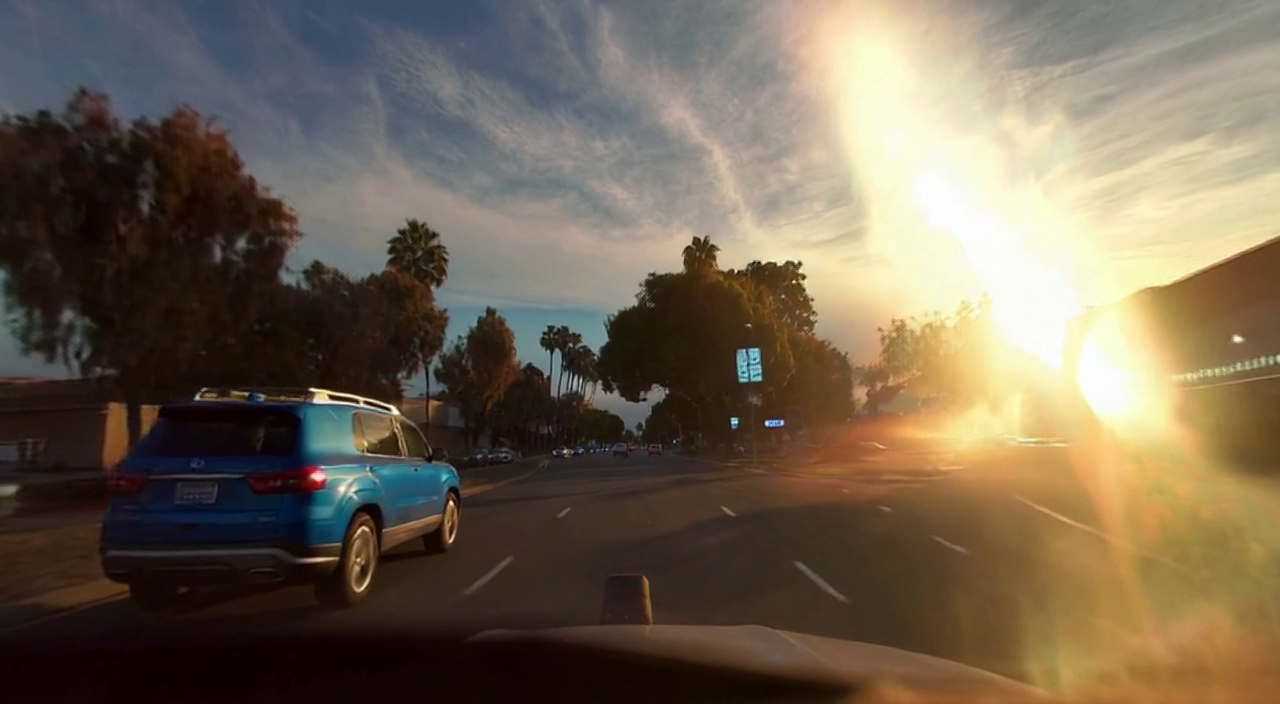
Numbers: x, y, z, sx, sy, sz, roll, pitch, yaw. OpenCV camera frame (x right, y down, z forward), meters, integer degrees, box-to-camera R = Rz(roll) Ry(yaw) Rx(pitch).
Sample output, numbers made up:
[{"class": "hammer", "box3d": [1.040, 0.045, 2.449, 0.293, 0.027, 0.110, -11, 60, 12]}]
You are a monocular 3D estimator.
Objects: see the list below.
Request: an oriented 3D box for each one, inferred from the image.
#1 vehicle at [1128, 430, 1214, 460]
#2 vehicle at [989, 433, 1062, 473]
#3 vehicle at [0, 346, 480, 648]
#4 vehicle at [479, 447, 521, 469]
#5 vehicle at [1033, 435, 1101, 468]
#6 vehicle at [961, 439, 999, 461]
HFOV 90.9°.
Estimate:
[{"class": "vehicle", "box3d": [34.658, 6.068, 41.151, 4.722, 1.906, 1.898, 3, -9, -18]}, {"class": "vehicle", "box3d": [19.302, 5.070, 31.780, 2.180, 1.808, 4.462, -3, -9, 20]}, {"class": "vehicle", "box3d": [-3.326, 1.284, 6.484, 2.152, 1.987, 4.527, 0, -9, 0]}, {"class": "vehicle", "box3d": [-9.991, 7.590, 45.286, 1.947, 1.511, 4.224, 0, -9, 1]}, {"class": "vehicle", "box3d": [25.746, 5.998, 38.210, 2.162, 1.806, 5.704, -4, -9, 22]}, {"class": "vehicle", "box3d": [26.444, 7.657, 49.064, 1.982, 1.611, 4.314, -3, -9, 21]}]
